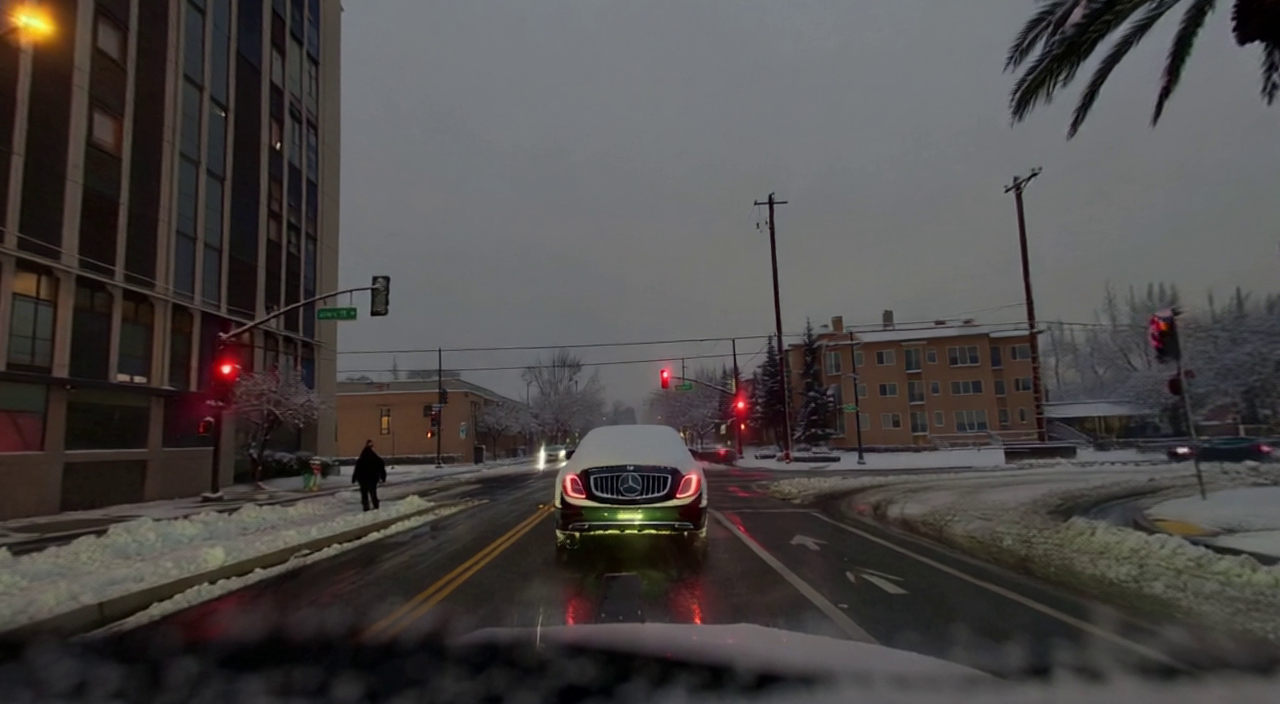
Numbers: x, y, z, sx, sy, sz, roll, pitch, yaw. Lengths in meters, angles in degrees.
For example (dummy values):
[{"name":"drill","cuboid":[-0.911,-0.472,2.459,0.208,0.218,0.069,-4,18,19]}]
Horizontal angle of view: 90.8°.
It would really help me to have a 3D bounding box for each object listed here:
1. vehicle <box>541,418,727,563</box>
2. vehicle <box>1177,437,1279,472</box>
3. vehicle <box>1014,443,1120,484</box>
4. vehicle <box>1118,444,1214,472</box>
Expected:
[{"name":"vehicle","cuboid":[-0.079,1.877,9.238,2.144,1.643,3.770,0,-8,0]},{"name":"vehicle","cuboid":[32.315,5.500,34.054,4.649,1.760,2.029,-1,-8,3]},{"name":"vehicle","cuboid":[18.289,4.718,27.050,4.118,1.593,2.004,4,-10,-29]},{"name":"vehicle","cuboid":[32.231,6.475,38.778,4.234,1.613,1.812,0,-8,-1]}]
